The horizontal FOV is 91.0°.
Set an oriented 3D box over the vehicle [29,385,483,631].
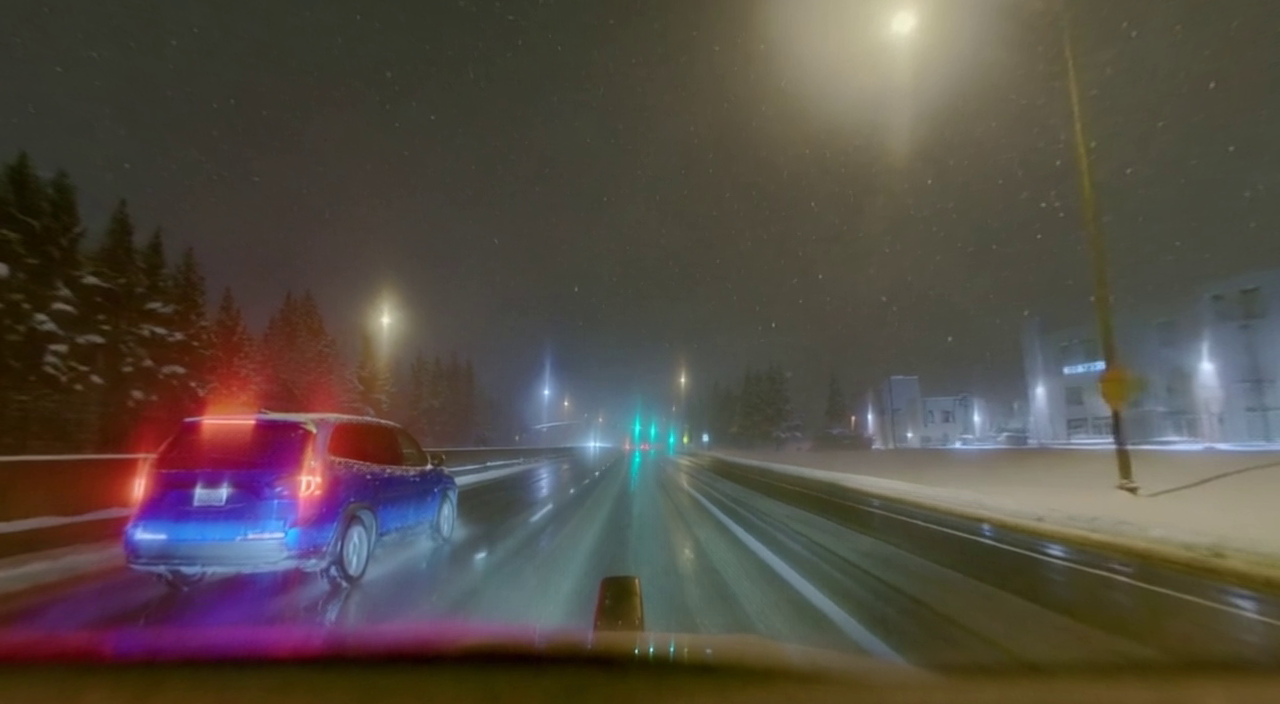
[{"bbox_3d":[-3.283,1.438,6.770,2.033,1.713,4.503,0,-9,0],"label":"vehicle"}]
